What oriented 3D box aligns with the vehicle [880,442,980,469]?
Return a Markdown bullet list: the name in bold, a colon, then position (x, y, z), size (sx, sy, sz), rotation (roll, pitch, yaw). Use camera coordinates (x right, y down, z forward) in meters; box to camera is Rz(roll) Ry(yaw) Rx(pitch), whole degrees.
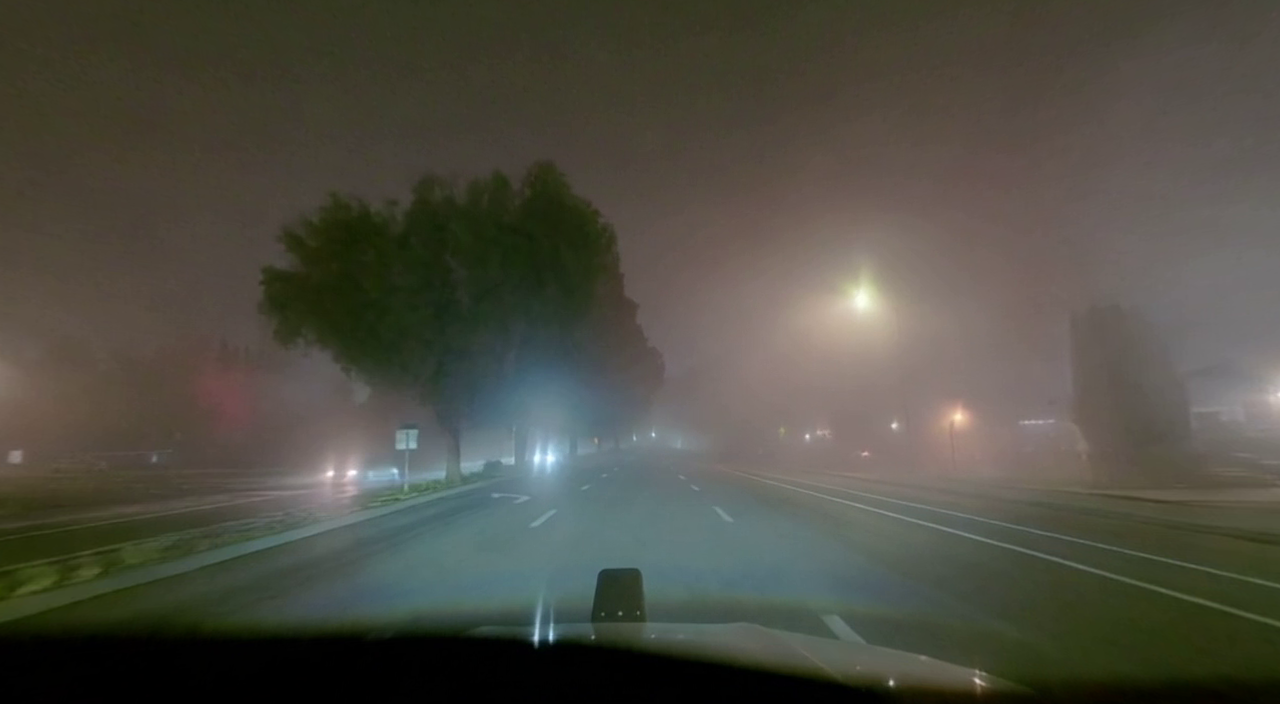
- **vehicle**: position (16.088, 5.761, 35.230), size (4.592, 1.472, 2.009), rotation (0, -9, 0)
